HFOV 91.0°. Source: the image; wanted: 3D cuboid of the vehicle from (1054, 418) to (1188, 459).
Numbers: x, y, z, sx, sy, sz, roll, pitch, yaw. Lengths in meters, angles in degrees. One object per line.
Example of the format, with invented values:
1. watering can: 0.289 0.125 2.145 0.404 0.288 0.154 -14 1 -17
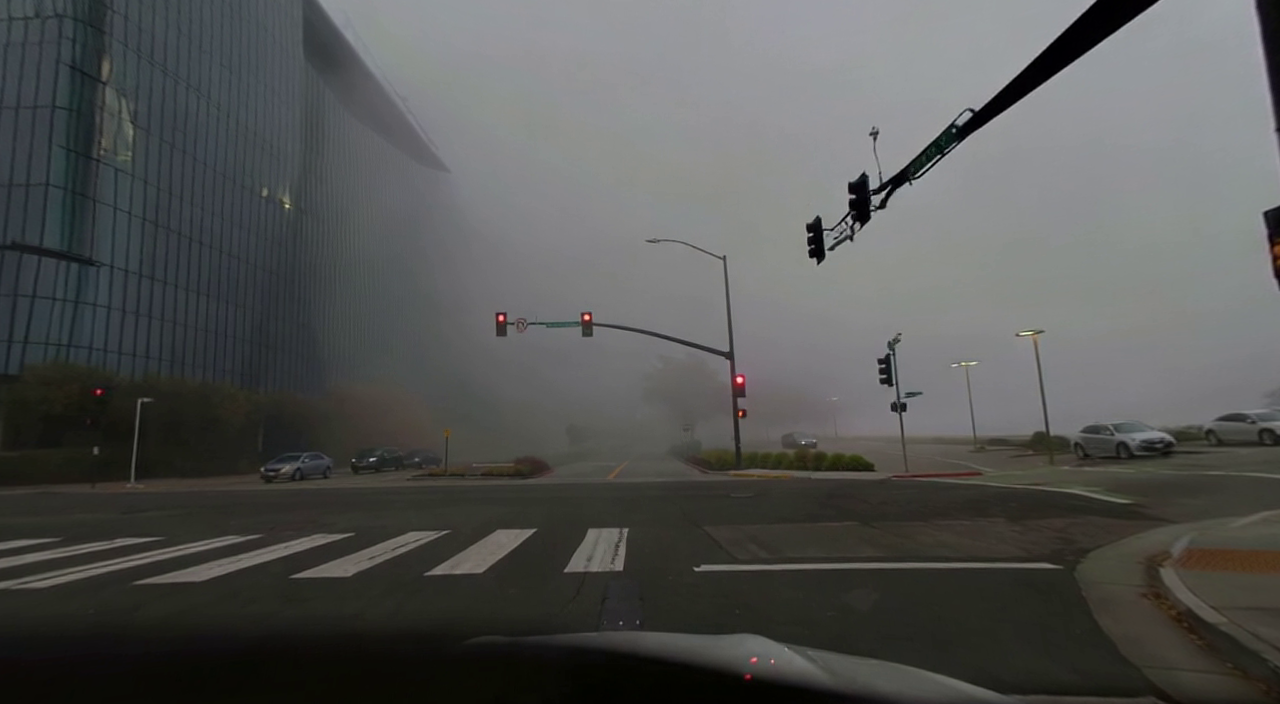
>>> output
1. vehicle: 19.078 3.499 25.299 1.834 1.480 4.458 0 -9 -1

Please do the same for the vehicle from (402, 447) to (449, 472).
1. vehicle: -15.142 7.602 44.706 1.932 1.605 4.146 0 -9 -1

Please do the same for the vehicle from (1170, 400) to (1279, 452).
1. vehicle: 24.402 2.987 25.018 2.109 1.836 5.080 -2 -9 0

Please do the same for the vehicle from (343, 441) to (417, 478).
1. vehicle: -14.869 6.155 36.331 2.091 1.915 5.040 0 -9 0

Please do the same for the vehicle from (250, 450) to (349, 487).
1. vehicle: -14.859 5.074 27.806 1.790 1.437 4.349 0 -9 2
